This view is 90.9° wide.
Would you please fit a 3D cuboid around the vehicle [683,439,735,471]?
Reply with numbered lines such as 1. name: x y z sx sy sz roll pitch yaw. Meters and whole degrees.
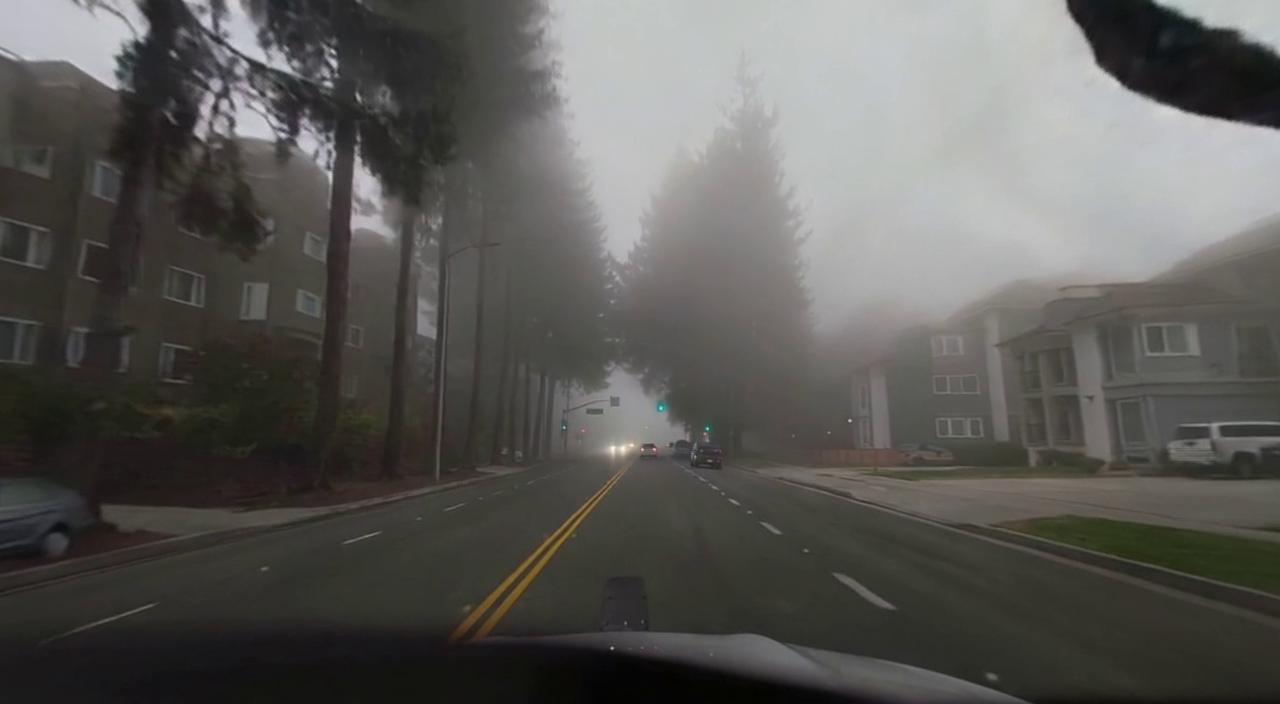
1. vehicle: 3.464 5.312 32.651 2.078 1.488 4.741 0 -9 -1

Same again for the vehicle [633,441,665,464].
1. vehicle: 0.611 6.868 43.296 2.097 1.463 4.043 0 -9 0

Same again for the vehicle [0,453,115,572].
1. vehicle: -9.495 2.171 7.946 1.933 1.498 4.446 -4 -7 1

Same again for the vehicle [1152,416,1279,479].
1. vehicle: 19.526 3.081 20.471 4.063 1.912 2.029 1 -9 -6
